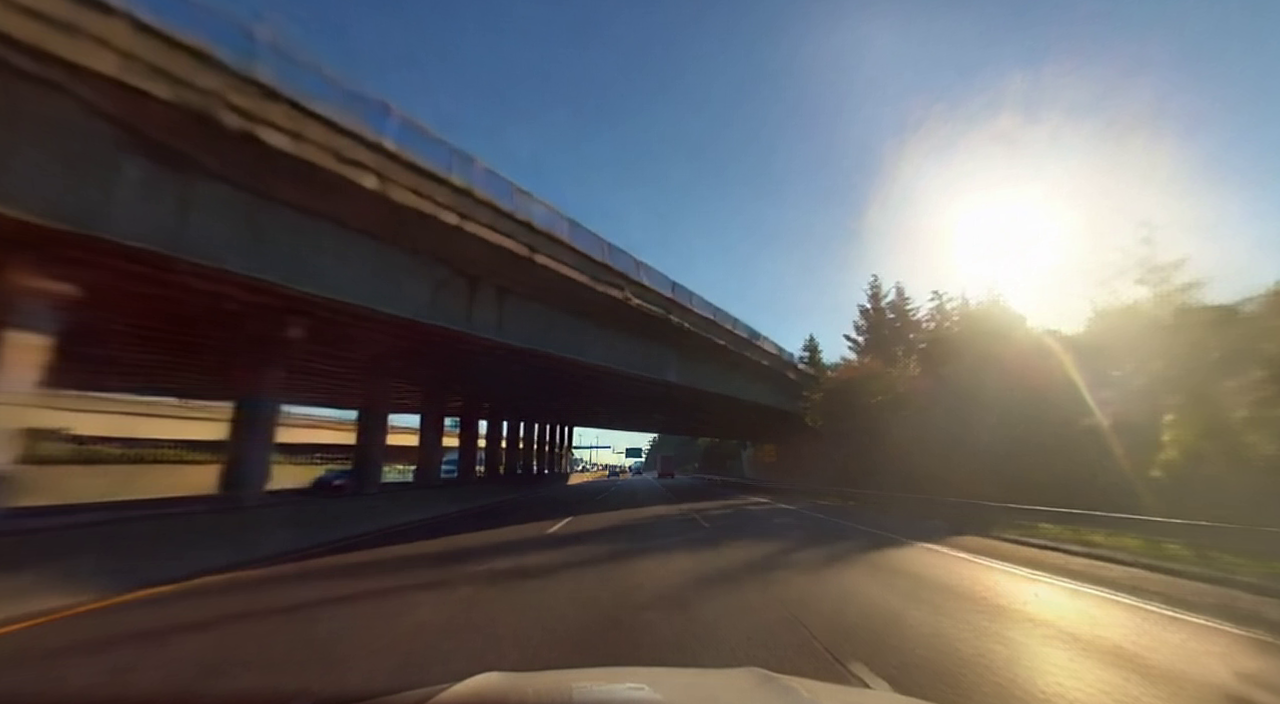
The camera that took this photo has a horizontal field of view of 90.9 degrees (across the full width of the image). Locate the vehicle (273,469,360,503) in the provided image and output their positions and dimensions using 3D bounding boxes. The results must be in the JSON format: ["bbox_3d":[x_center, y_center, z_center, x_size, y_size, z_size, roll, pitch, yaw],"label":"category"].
[{"bbox_3d":[-15.806,6.544,31.078,1.898,1.518,4.496,1,-10,0],"label":"vehicle"}]
